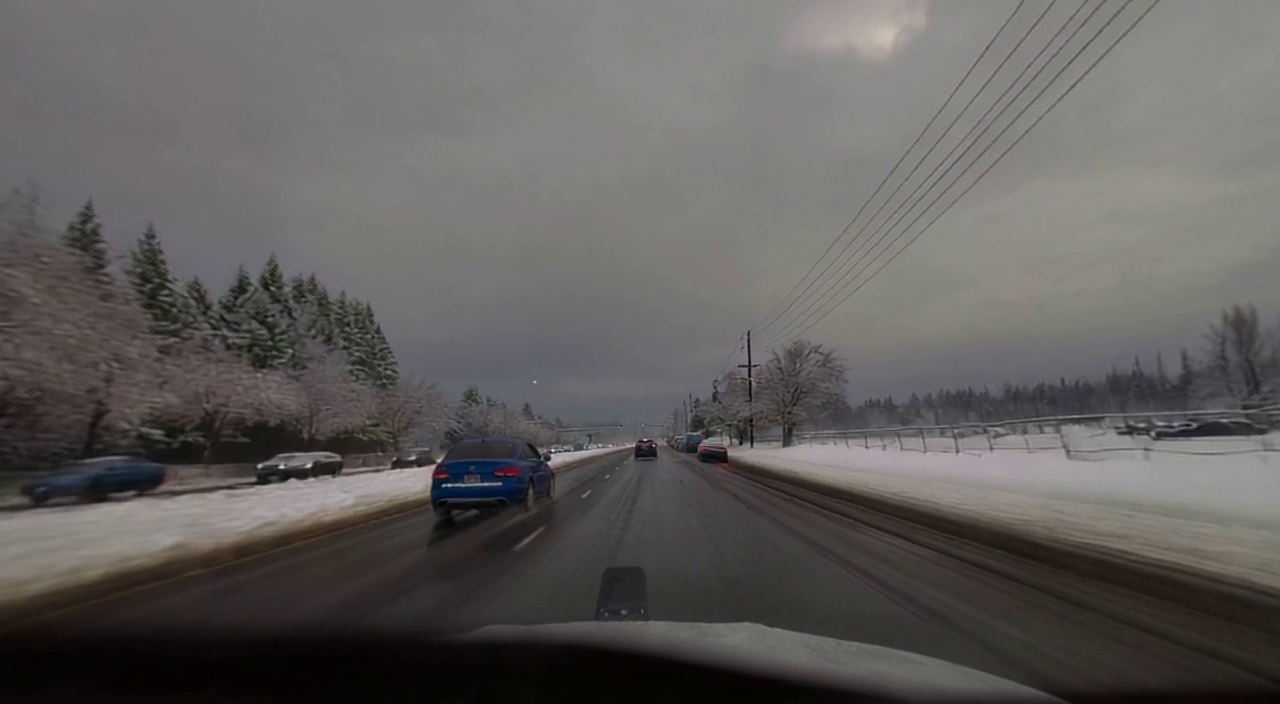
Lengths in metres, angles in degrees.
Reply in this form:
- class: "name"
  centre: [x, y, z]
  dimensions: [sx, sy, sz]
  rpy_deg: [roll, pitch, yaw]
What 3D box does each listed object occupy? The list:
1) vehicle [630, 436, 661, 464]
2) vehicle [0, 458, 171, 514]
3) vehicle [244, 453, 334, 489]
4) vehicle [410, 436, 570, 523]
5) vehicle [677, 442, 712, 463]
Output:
- class: "vehicle"
  centre: [0.380, 6.792, 43.714]
  dimensions: [2.060, 1.845, 4.151]
  rpy_deg: [0, -8, 0]
- class: "vehicle"
  centre: [-18.047, 4.240, 20.496]
  dimensions: [1.945, 1.511, 4.458]
  rpy_deg: [-1, -9, 5]
- class: "vehicle"
  centre: [-16.662, 5.649, 30.175]
  dimensions: [1.879, 1.545, 3.943]
  rpy_deg: [-1, -9, 3]
- class: "vehicle"
  centre: [-2.861, 2.567, 13.350]
  dimensions: [2.087, 1.480, 4.825]
  rpy_deg: [0, -8, 2]
- class: "vehicle"
  centre: [3.900, 7.248, 45.638]
  dimensions: [2.142, 1.475, 4.565]
  rpy_deg: [0, -8, 0]
